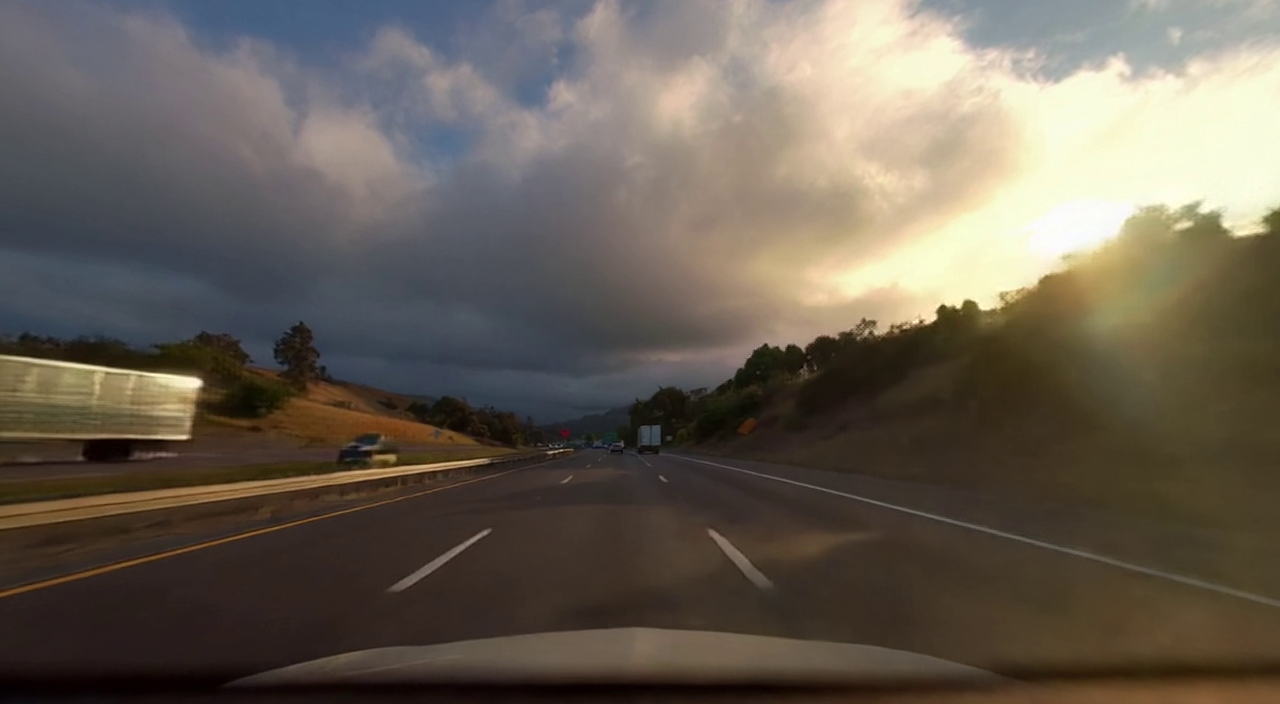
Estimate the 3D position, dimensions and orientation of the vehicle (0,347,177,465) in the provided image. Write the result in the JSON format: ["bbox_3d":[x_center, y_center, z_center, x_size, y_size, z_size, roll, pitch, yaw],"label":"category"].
[{"bbox_3d":[-24.701,2.229,24.493,3.152,4.196,13.755,0,-8,-1],"label":"vehicle"}]

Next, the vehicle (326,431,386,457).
[{"bbox_3d":[-17.110,5.582,38.166,1.812,1.488,3.968,0,-8,-1],"label":"vehicle"}]
